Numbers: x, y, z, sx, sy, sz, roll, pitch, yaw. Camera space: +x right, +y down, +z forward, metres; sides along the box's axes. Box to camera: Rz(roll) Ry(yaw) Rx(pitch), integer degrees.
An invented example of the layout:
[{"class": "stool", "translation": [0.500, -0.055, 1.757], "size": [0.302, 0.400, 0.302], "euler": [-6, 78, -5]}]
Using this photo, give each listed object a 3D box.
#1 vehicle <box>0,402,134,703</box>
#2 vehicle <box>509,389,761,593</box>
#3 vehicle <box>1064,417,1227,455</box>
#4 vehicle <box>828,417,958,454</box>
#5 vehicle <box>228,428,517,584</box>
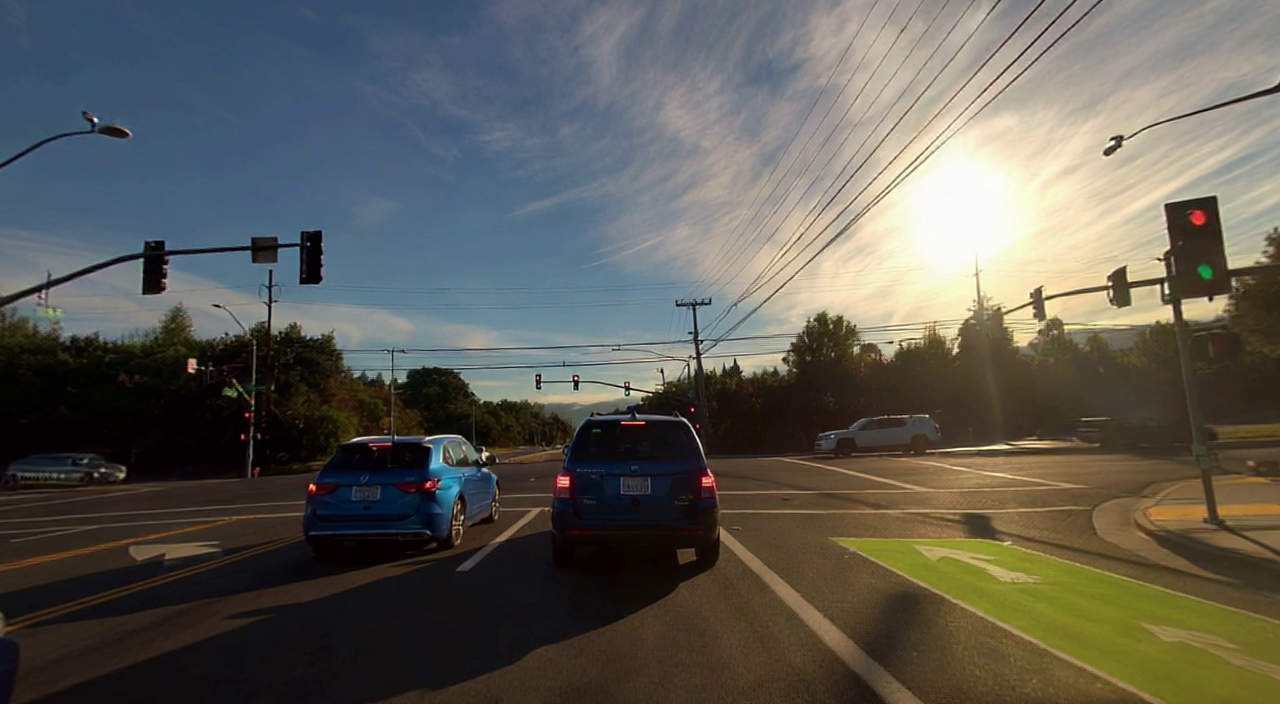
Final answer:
[{"class": "vehicle", "translation": [-3.363, 0.654, 0.427], "size": [1.928, 1.488, 4.936], "euler": [0, -8, 0]}, {"class": "vehicle", "translation": [-0.076, 1.511, 7.616], "size": [2.182, 1.773, 4.041], "euler": [0, -8, -1]}, {"class": "vehicle", "translation": [20.565, 3.471, 25.964], "size": [4.715, 1.438, 2.023], "euler": [-2, -9, 16]}, {"class": "vehicle", "translation": [13.801, 4.607, 34.834], "size": [6.143, 1.944, 2.229], "euler": [-1, -8, 5]}, {"class": "vehicle", "translation": [-2.949, 1.757, 7.993], "size": [1.969, 1.486, 3.702], "euler": [0, -8, 1]}]
